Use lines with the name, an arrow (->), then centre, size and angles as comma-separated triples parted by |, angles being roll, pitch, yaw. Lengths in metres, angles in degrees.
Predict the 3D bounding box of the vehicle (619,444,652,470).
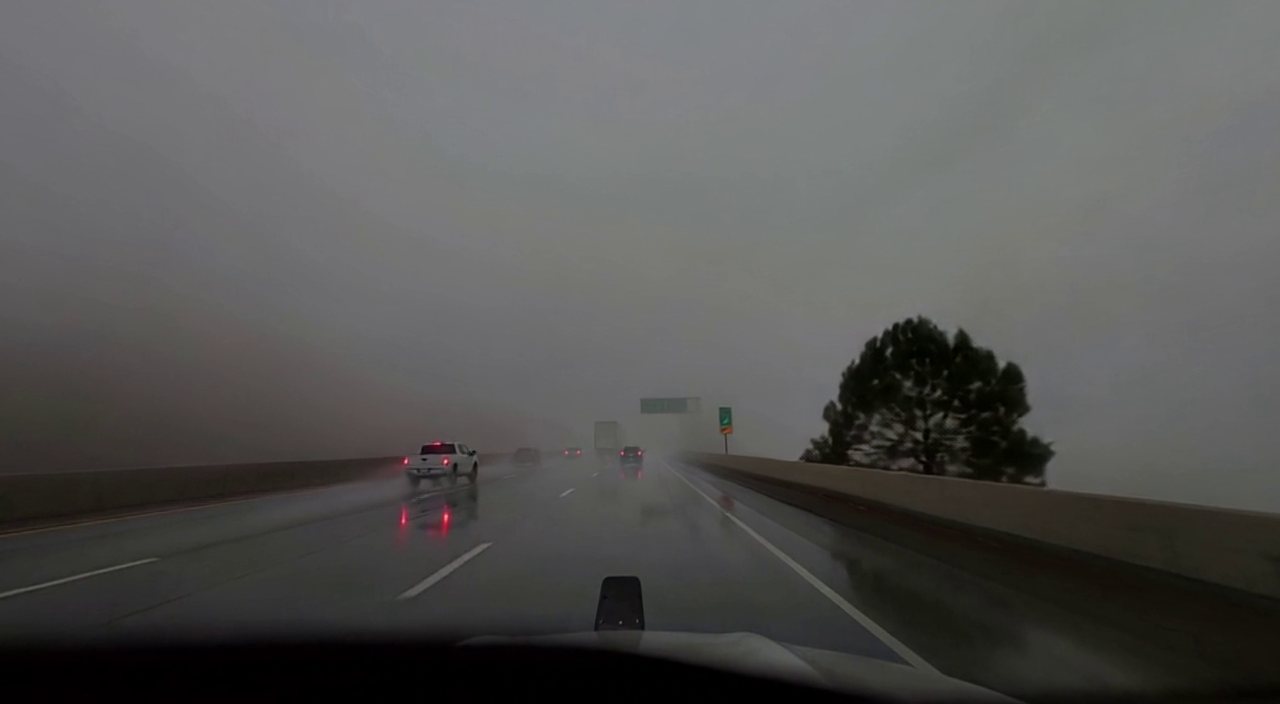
vehicle -> -0.247, 6.647, 40.000 | 1.931, 1.528, 4.126 | 0, -8, 1

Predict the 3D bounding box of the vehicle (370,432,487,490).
vehicle -> -7.263, 3.793, 22.381 | 2.115, 1.778, 5.572 | 0, -8, 1
